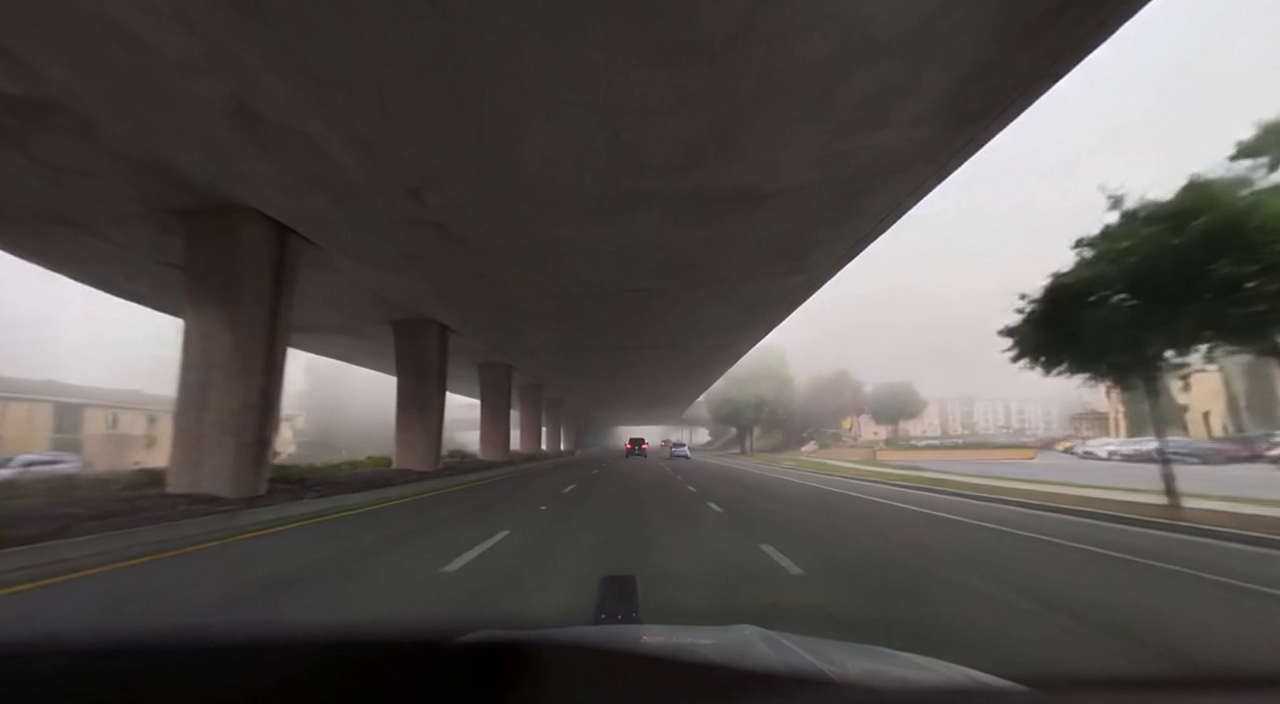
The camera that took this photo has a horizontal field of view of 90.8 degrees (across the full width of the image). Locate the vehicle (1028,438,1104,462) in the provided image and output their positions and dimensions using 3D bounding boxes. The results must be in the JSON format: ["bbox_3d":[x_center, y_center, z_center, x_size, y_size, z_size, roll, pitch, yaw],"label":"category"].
[{"bbox_3d":[33.679,7.753,49.994,4.571,1.685,2.006,-2,-9,-4],"label":"vehicle"}]

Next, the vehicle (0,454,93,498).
[{"bbox_3d":[-27.684,5.521,28.540,1.922,1.738,4.748,0,-8,-4],"label":"vehicle"}]
